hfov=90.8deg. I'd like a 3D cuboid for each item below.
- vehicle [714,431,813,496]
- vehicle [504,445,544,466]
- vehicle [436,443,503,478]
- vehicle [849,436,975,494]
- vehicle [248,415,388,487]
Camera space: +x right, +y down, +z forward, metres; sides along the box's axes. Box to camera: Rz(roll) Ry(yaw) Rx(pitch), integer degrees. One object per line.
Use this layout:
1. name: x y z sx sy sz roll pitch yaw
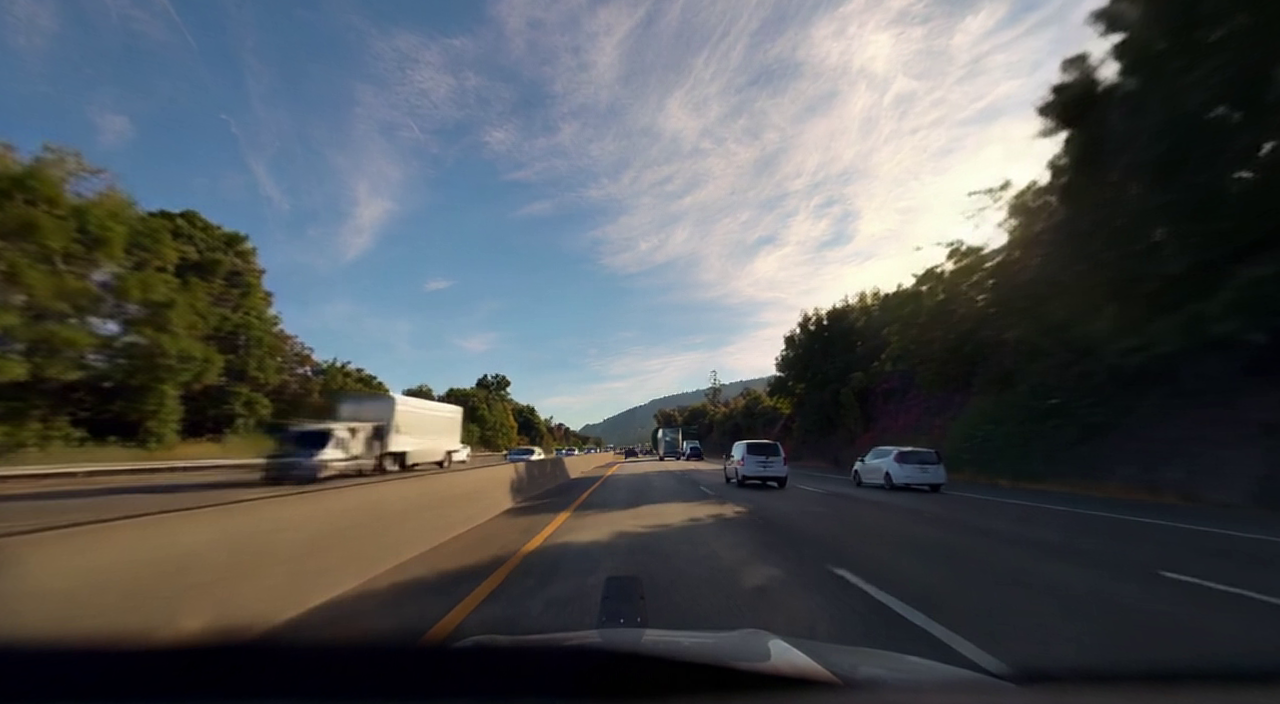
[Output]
1. vehicle: 3.651 3.417 19.625 2.070 1.751 4.576 0 -9 -1
2. vehicle: -8.480 7.621 46.564 2.015 1.467 4.629 0 -9 0
3. vehicle: -7.802 5.004 29.289 1.928 1.484 4.428 0 -9 0
4. vehicle: 8.610 3.616 20.511 2.018 1.636 4.510 0 -9 -1
5. vehicle: -12.013 3.773 24.174 2.298 2.378 5.828 0 -9 -1
